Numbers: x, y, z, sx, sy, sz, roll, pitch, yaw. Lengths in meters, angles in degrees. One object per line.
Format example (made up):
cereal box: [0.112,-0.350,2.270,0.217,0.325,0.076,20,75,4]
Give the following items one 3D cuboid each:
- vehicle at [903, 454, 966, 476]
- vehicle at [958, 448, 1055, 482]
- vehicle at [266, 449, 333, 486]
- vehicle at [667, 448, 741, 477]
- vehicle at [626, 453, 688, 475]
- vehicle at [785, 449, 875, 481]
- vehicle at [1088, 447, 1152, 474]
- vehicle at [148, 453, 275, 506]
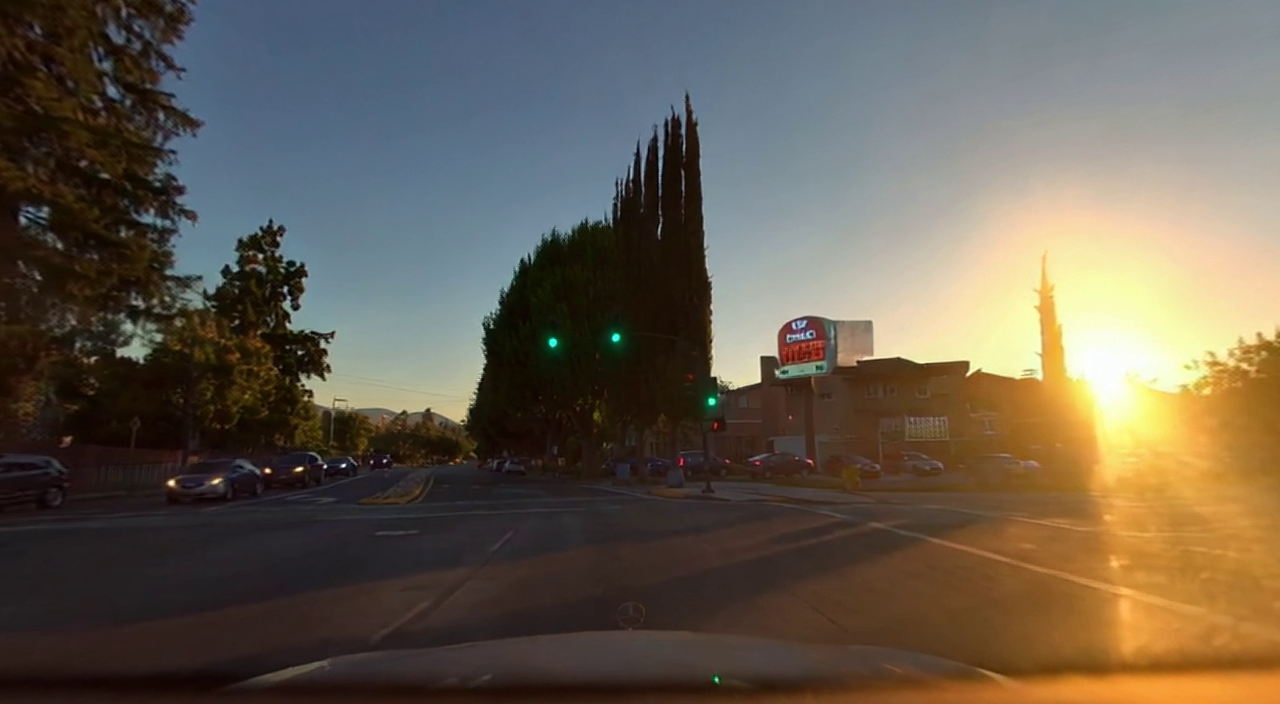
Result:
vehicle: [20.402,7.793,43.640,4.324,1.437,1.865,6,-10,-33]
vehicle: [19.779,6.052,34.040,4.530,1.696,1.979,3,-9,-19]
vehicle: [-18.303,6.173,34.151,2.049,1.817,5.292,2,-9,-16]
vehicle: [4.245,7.247,41.458,4.669,1.770,1.896,6,-10,-35]
vehicle: [1.244,8.207,46.175,4.257,1.474,1.751,4,-9,-25]
vehicle: [10.639,6.299,35.297,4.375,1.685,2.045,3,-9,-18]
vehicle: [35.162,7.891,46.124,4.689,1.888,2.114,5,-10,-33]
vehicle: [-14.274,4.221,21.364,1.961,1.492,4.702,2,-9,-14]
